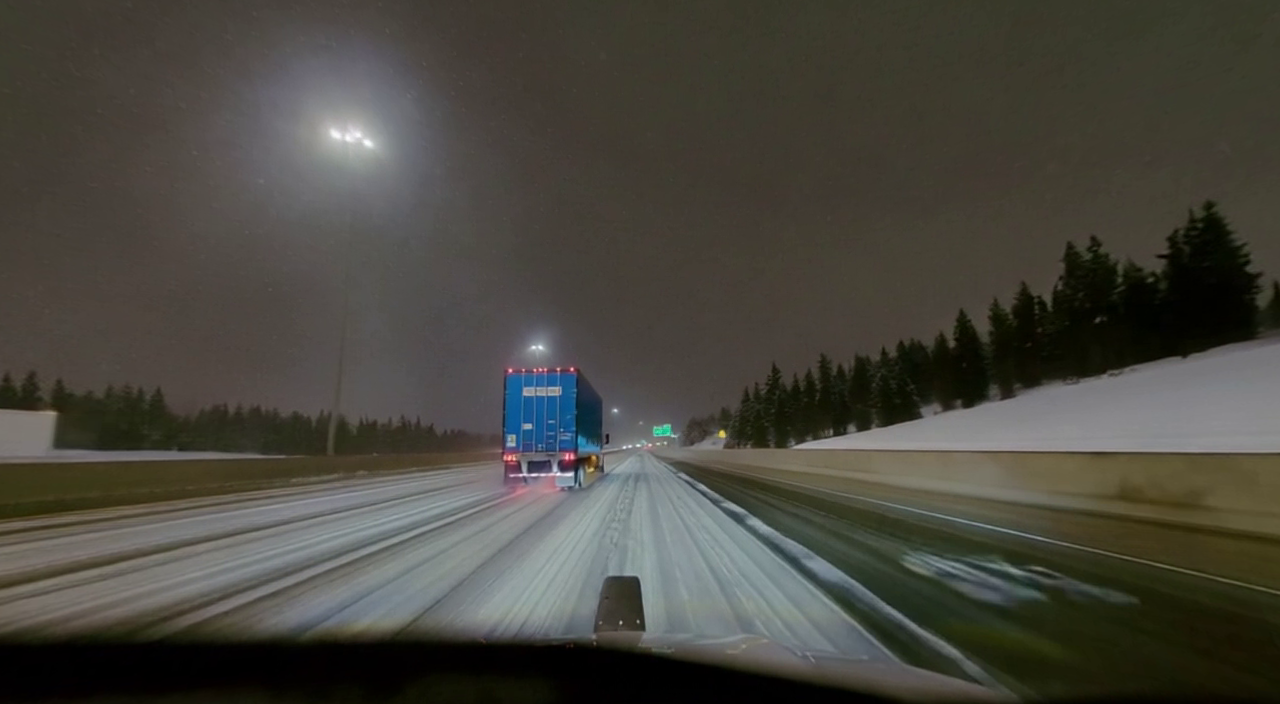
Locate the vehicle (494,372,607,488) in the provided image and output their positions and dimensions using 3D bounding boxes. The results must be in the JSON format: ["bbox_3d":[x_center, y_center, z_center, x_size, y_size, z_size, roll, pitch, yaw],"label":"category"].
[{"bbox_3d":[-3.337,3.509,27.162,3.059,3.956,11.036,0,-9,1],"label":"vehicle"}]
